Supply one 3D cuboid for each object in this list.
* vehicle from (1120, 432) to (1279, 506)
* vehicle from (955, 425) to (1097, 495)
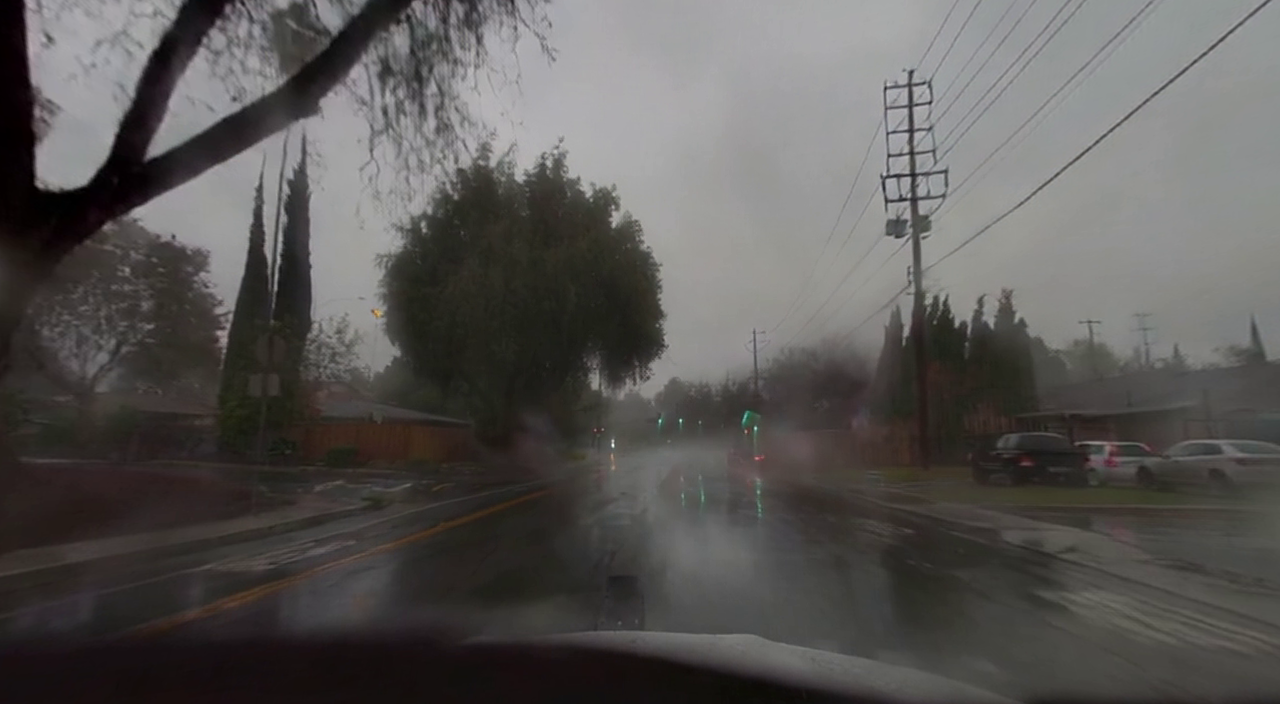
[{"bbox_3d":[15.354,3.024,16.673,1.935,1.683,4.669,0,-9,6],"label":"vehicle"},{"bbox_3d":[12.321,3.465,20.543,1.912,1.953,4.651,0,-9,4],"label":"vehicle"}]
